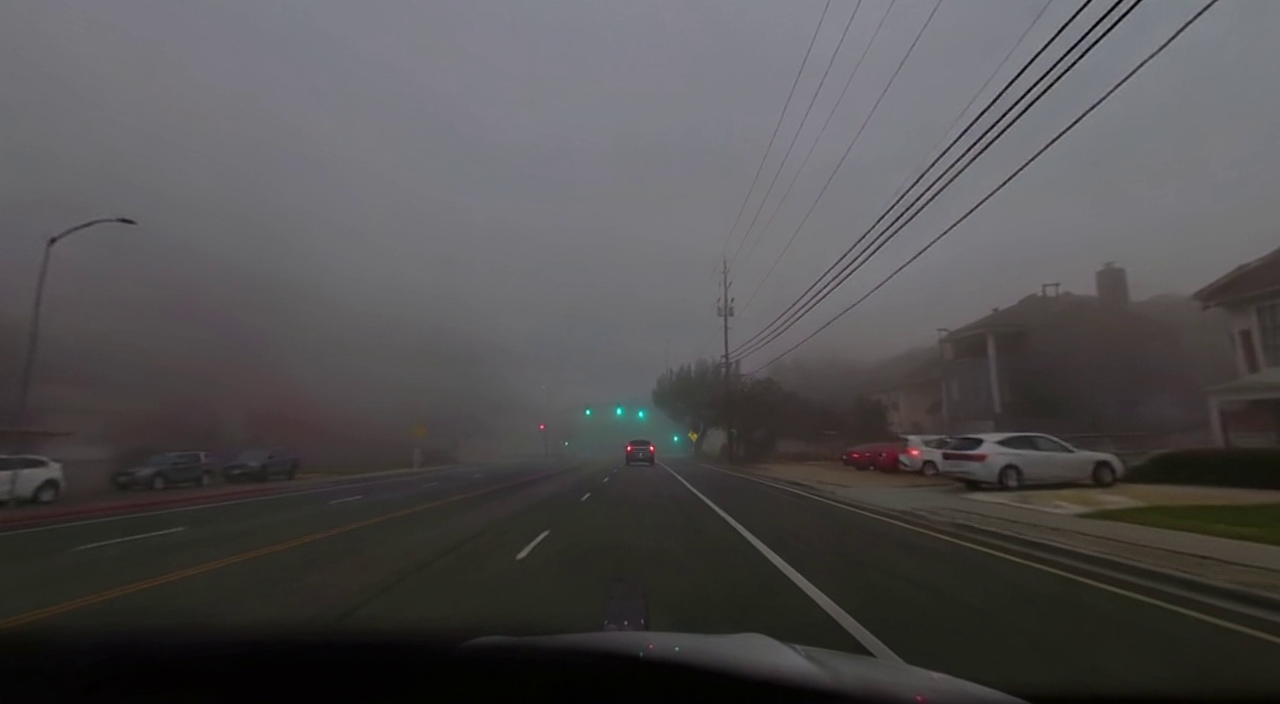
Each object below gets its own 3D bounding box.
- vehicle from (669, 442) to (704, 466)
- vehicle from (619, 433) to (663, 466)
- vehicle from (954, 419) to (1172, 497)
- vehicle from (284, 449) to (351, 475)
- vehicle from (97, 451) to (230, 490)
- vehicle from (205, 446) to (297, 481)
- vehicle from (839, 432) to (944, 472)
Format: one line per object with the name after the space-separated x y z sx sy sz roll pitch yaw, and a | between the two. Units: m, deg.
3.138 6.983 43.294 2.002 1.511 4.124 1 -9 0 | vehicle
0.072 6.577 42.689 2.769 2.087 5.130 0 -9 0 | vehicle
11.668 2.952 17.729 4.305 1.997 2.453 0 -9 -1 | vehicle
-20.436 6.951 40.156 1.865 1.506 4.706 0 -9 -1 | vehicle
-20.099 4.993 26.919 2.050 1.501 4.588 0 -9 1 | vehicle
-20.260 5.813 33.104 1.973 1.700 4.475 0 -9 -1 | vehicle
12.664 5.049 31.923 4.412 1.878 2.048 -1 -8 -1 | vehicle
